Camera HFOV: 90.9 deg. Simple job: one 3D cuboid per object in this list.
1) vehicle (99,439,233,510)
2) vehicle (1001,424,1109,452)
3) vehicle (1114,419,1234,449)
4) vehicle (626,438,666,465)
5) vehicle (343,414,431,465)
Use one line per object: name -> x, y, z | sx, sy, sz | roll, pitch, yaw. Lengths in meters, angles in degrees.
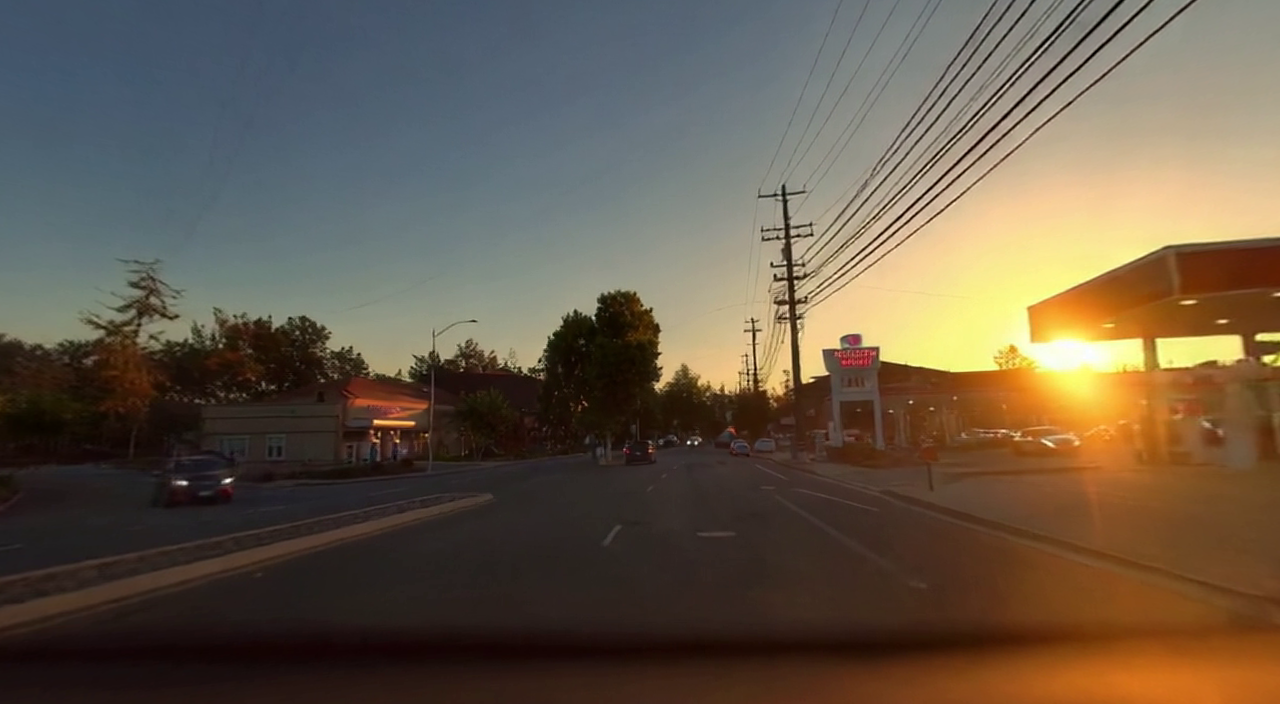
vehicle -> -16.525, 4.128, 21.894 | 5.575, 2.142, 1.996 | -6, -10, 36
vehicle -> 23.171, 4.864, 35.445 | 1.908, 1.474, 4.885 | 2, -9, -17
vehicle -> 28.961, 4.506, 34.413 | 1.901, 1.509, 4.610 | 2, -9, -16
vehicle -> 0.441, 6.015, 38.227 | 2.073, 1.525, 3.968 | -1, -8, 6
vehicle -> -18.928, 6.634, 47.789 | 2.923, 3.546, 7.640 | -1, -8, 5
